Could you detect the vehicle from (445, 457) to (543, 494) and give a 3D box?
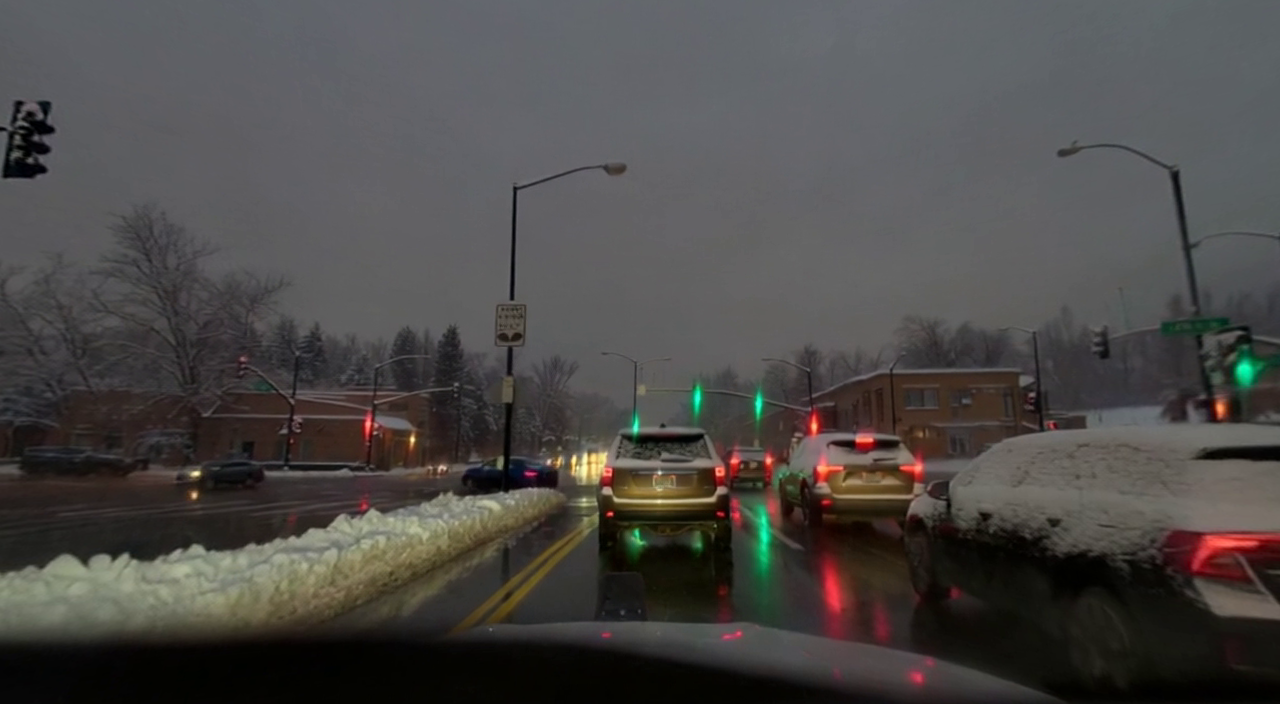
[{"bbox_3d":[-6.283,5.228,26.911,4.447,1.430,1.885,-10,-14,43],"label":"vehicle"}]

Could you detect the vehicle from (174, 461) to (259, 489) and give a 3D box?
[{"bbox_3d":[-25.691,7.458,38.454,3.981,1.477,1.872,4,-10,-26],"label":"vehicle"}]

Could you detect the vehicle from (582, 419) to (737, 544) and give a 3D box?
[{"bbox_3d":[0.268,2.267,11.675,2.292,1.840,4.394,0,-9,0],"label":"vehicle"}]

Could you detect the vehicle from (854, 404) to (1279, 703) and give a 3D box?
[{"bbox_3d":[3.434,1.326,4.965,2.056,1.516,4.776,-1,-9,3],"label":"vehicle"}]

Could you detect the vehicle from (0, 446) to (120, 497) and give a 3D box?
[{"bbox_3d":[-24.975,4.875,26.004,5.062,1.946,2.243,0,-9,0],"label":"vehicle"}]
